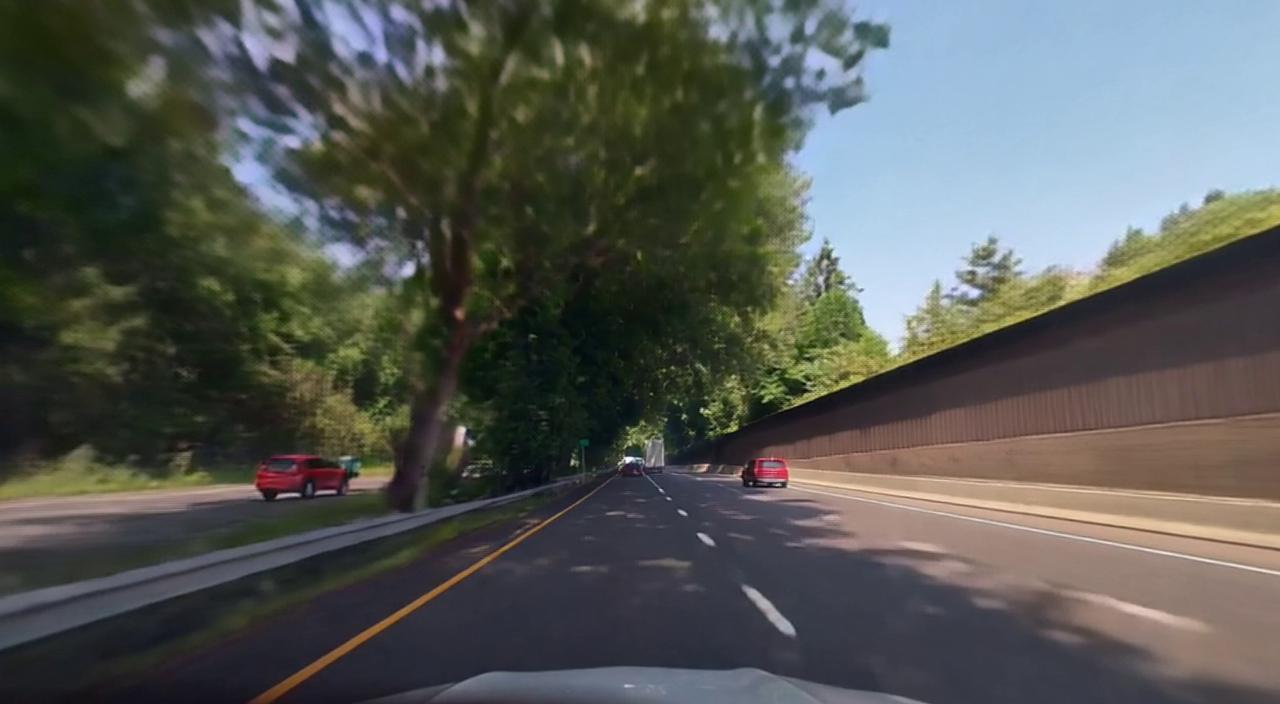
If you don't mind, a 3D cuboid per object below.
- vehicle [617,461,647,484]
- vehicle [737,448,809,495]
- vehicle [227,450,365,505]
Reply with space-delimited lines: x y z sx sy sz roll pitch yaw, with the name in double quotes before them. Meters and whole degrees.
"vehicle" -0.610 8.461 44.218 1.987 1.467 3.903 1 -10 -2
"vehicle" 5.581 5.127 27.138 1.998 1.776 4.663 1 -10 -1
"vehicle" -11.538 4.274 21.635 1.952 1.618 4.859 1 -10 0
